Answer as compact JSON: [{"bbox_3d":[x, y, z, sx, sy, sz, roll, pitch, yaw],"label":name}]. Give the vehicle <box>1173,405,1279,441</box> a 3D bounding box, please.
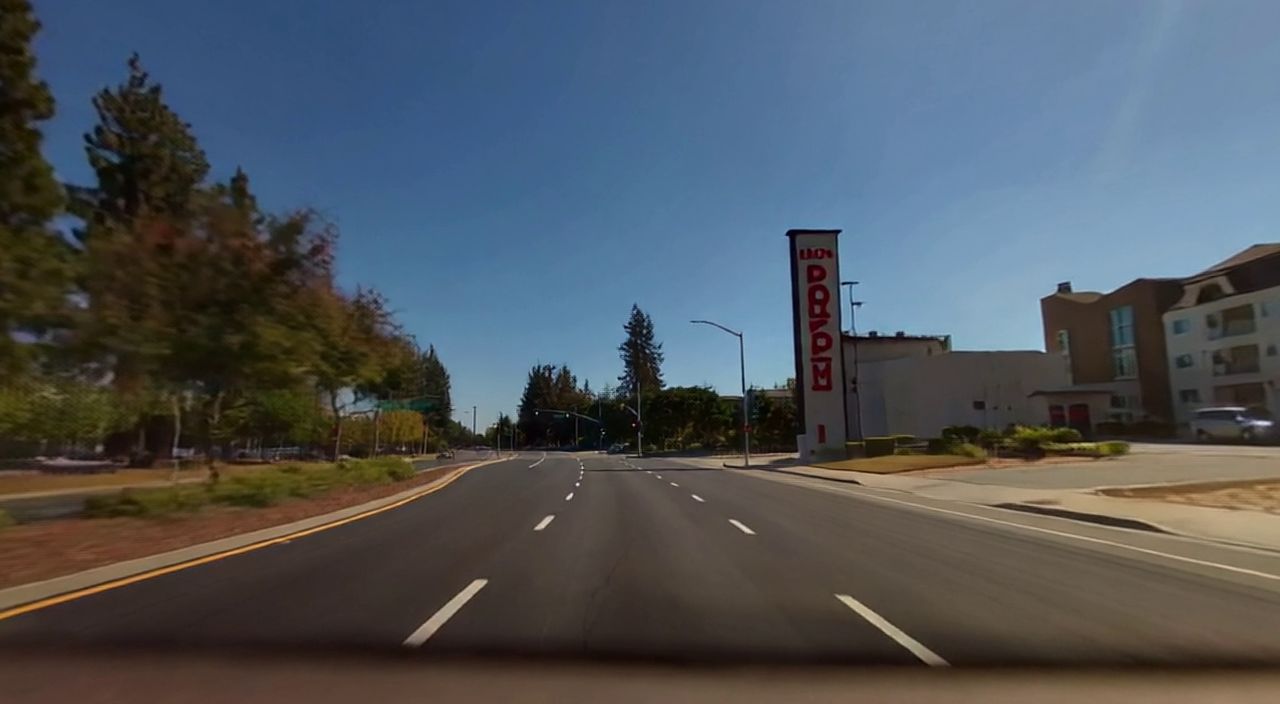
[{"bbox_3d":[27.889,3.377,29.485,1.808,1.485,4.467,1,-8,-3],"label":"vehicle"}]
